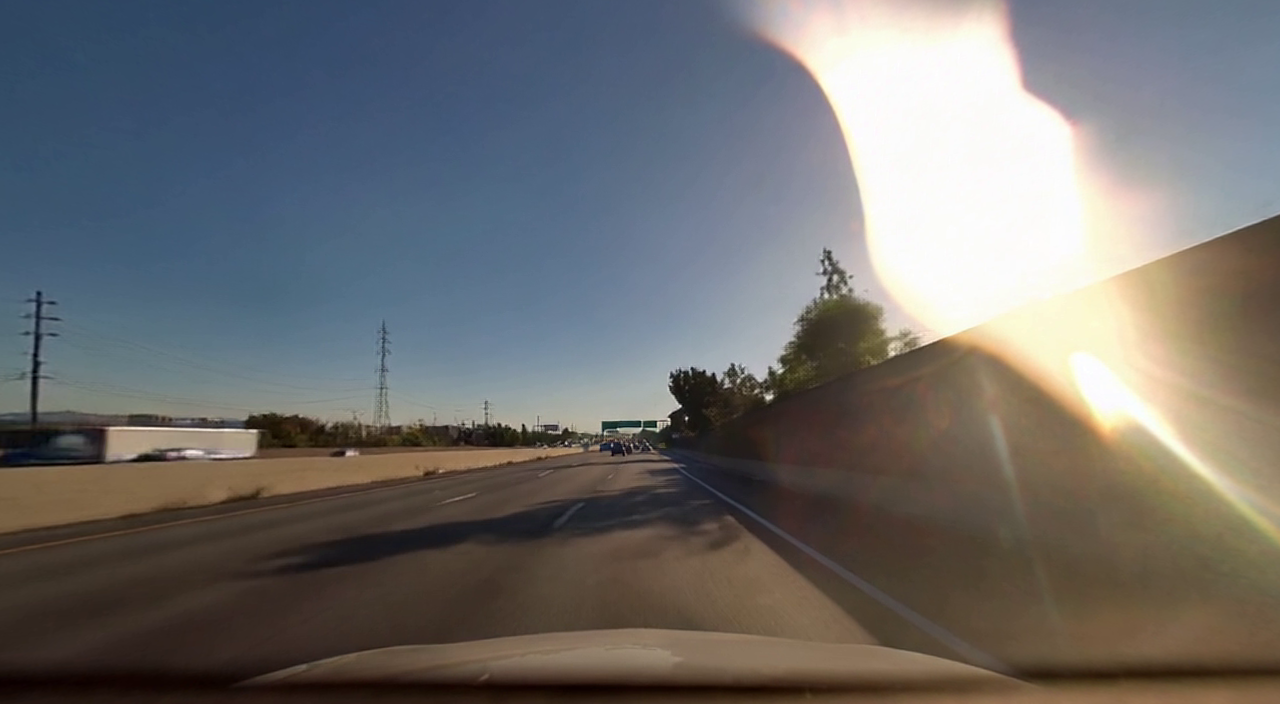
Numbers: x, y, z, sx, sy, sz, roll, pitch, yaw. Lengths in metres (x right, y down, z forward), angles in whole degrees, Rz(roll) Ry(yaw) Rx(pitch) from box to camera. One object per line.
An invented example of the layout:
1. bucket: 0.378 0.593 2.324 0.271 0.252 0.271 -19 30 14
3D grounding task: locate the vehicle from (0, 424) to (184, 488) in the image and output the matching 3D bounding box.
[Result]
1. vehicle: -35.985 6.816 42.030 2.927 3.688 10.875 0 -8 1

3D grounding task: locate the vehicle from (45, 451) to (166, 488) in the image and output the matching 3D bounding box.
1. vehicle: -28.247 6.171 33.606 1.998 1.732 4.972 0 -8 1
